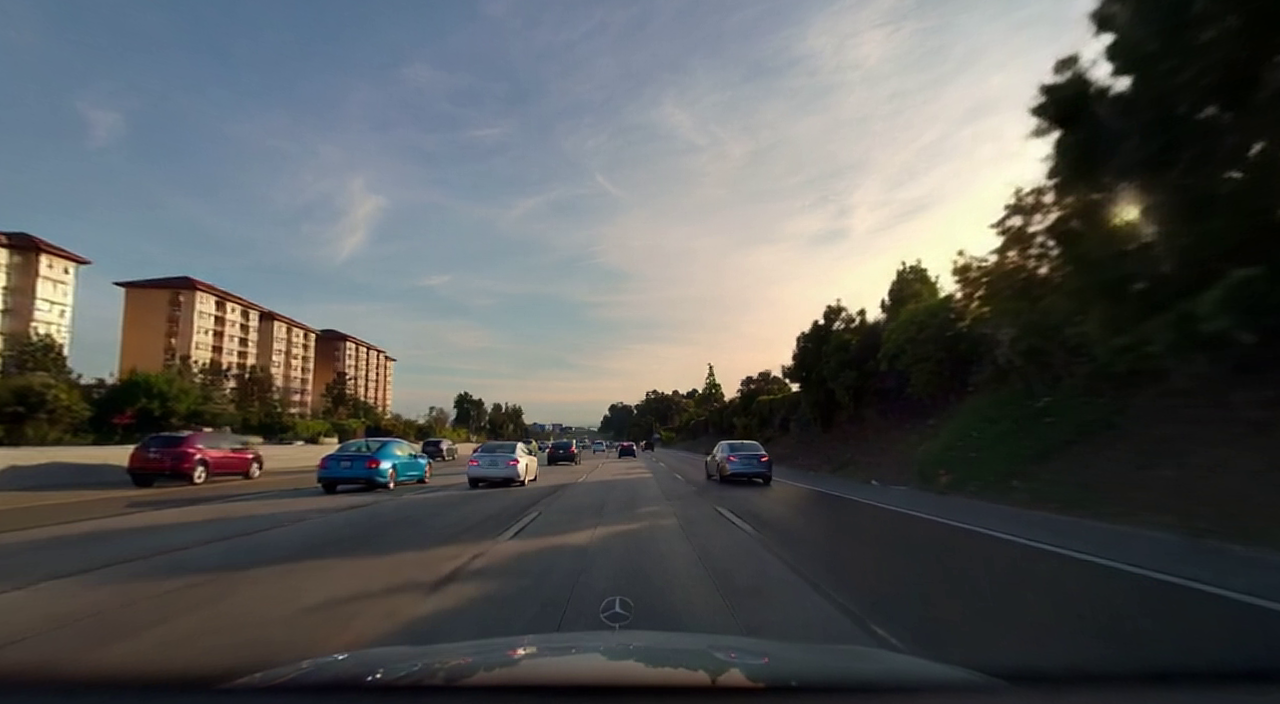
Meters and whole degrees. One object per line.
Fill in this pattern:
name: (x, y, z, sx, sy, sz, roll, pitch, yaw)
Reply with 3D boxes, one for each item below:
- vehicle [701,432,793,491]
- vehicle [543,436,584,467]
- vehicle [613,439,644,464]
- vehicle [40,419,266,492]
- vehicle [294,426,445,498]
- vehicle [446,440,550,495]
vehicle: (3.282, 3.453, 20.319, 2.061, 1.658, 4.417, 0, -8, -2)
vehicle: (-4.676, 6.146, 39.170, 2.044, 1.774, 4.329, 0, -8, 0)
vehicle: (-0.762, 6.877, 43.700, 2.053, 1.650, 3.945, 0, -8, -1)
vehicle: (-15.354, 3.327, 20.684, 2.396, 1.999, 6.333, 0, -8, 0)
vehicle: (-7.525, 3.101, 18.292, 2.086, 1.776, 5.080, 0, -8, 0)
vehicle: (-4.096, 3.401, 19.061, 2.124, 1.426, 4.444, 0, -8, 0)
